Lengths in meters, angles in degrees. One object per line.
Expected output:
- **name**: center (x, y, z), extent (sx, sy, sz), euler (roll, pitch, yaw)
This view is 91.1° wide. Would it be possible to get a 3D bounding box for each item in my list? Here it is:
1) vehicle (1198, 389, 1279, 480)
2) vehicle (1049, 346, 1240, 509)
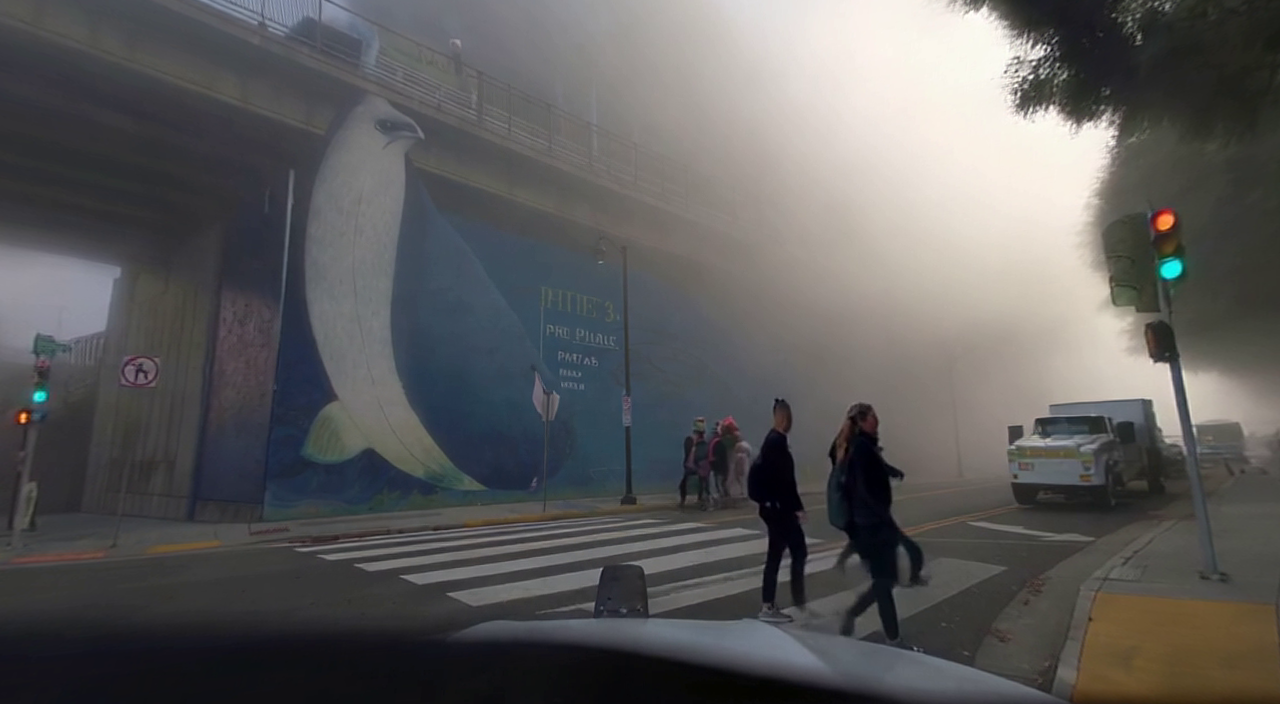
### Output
- **vehicle**: center (32.694, 4.432, 33.408), extent (12.015, 4.103, 2.920), euler (8, -11, -43)
- **vehicle**: center (15.748, 2.381, 19.243), extent (9.347, 3.893, 2.849), euler (7, -11, -42)
